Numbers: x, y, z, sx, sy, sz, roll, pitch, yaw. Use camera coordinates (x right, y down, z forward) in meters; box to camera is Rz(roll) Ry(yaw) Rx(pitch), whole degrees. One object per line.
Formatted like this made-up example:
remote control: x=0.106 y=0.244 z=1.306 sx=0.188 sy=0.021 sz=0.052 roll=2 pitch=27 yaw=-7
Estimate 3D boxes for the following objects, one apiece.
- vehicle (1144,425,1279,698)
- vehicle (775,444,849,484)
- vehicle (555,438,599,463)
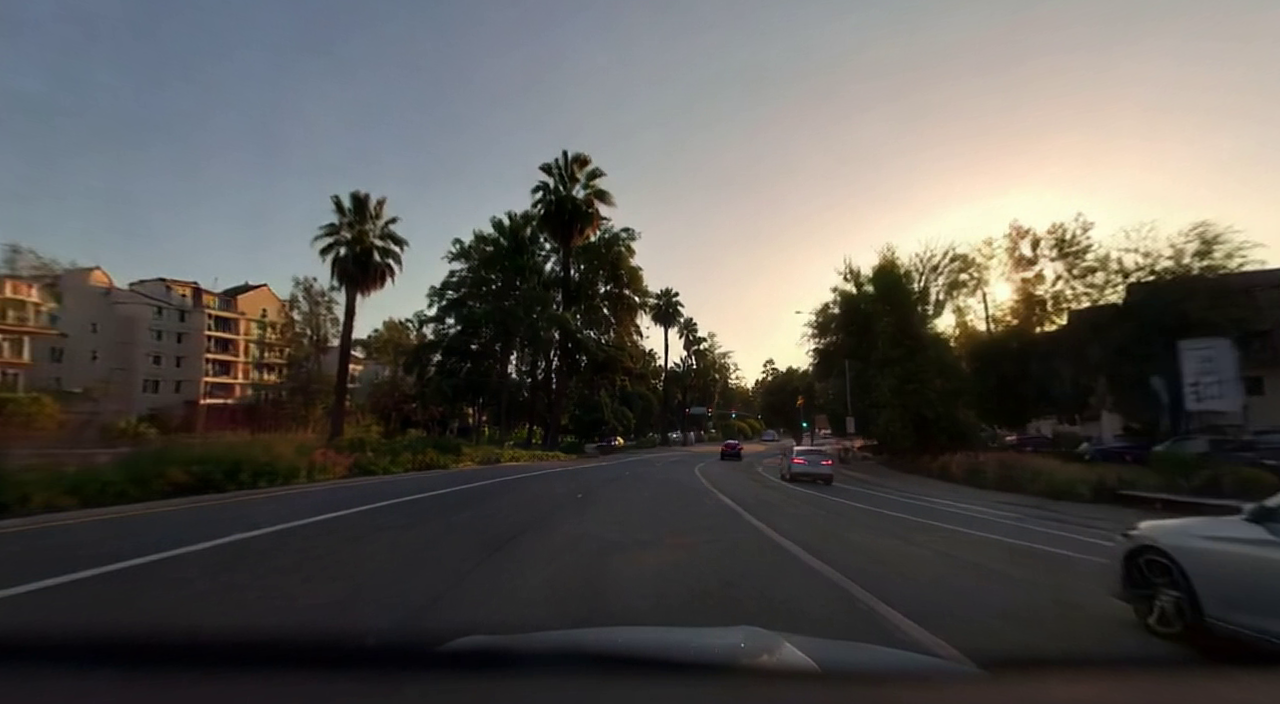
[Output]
vehicle: x=4.473 y=0.989 z=2.399 sx=1.993 sy=1.483 sz=3.821 roll=0 pitch=-8 yaw=2
vehicle: x=7.041 y=4.602 z=26.340 sx=2.144 sy=1.473 sz=4.638 roll=-1 pitch=-8 yaw=5
vehicle: x=-4.475 y=7.151 z=45.906 sx=2.072 sy=1.738 sz=4.757 roll=-1 pitch=-9 yaw=8
